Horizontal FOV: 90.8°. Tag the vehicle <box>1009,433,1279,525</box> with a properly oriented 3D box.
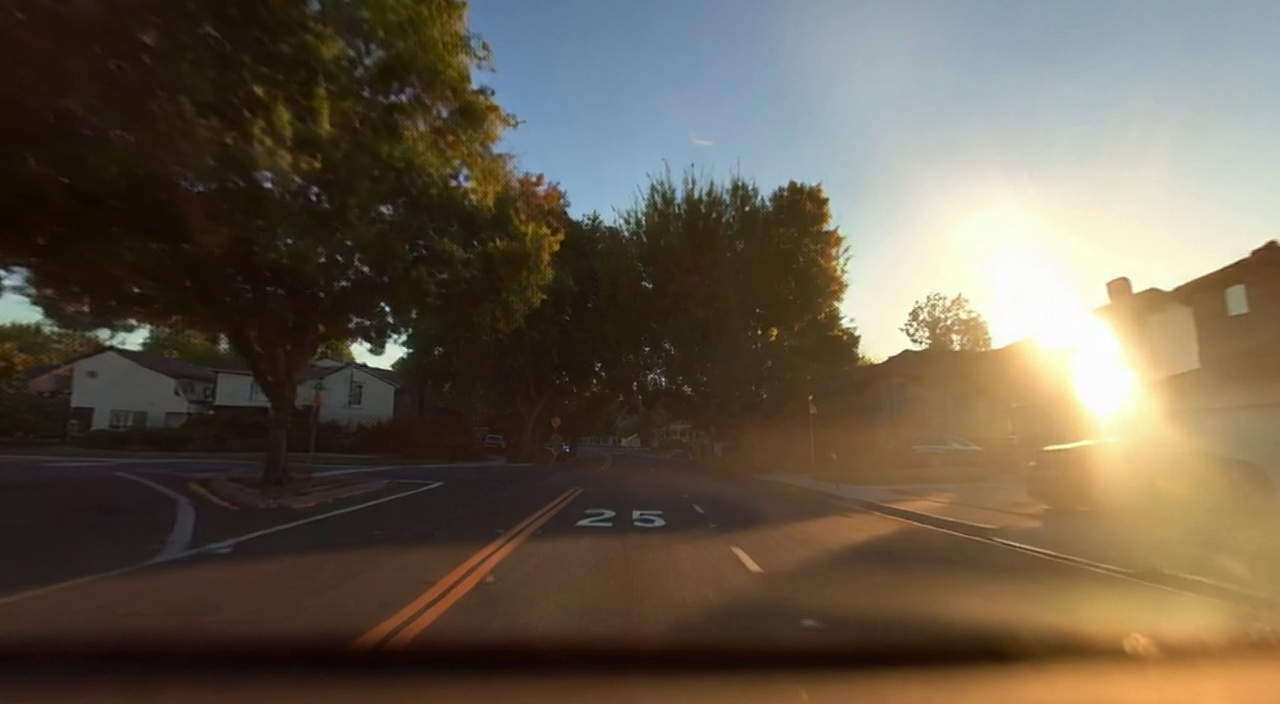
[{"bbox_3d":[10.811,2.670,13.609,4.453,1.590,1.861,-3,-6,2],"label":"vehicle"}]
